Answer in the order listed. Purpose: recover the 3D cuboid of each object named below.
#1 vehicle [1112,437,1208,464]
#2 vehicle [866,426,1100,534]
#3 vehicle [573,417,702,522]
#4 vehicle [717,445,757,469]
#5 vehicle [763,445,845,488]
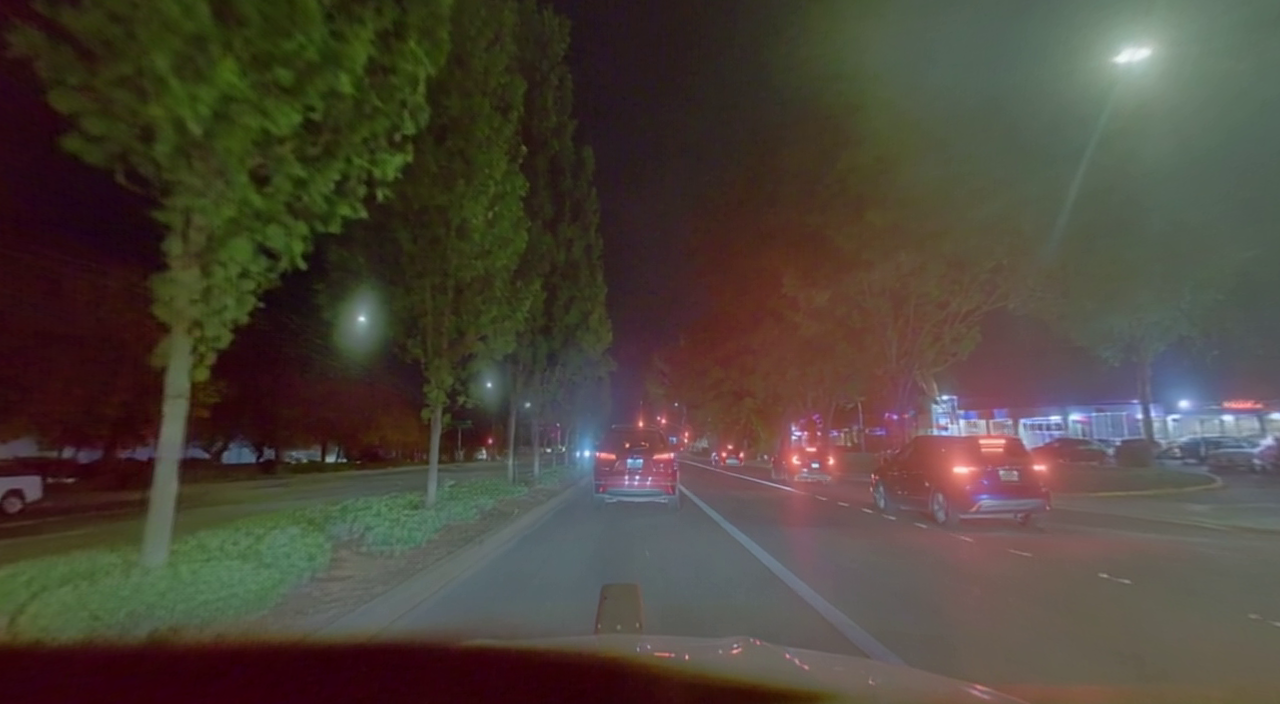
[{"bbox_3d":[33.235,6.327,40.569,1.959,1.580,4.873,0,-9,0],"label":"vehicle"},{"bbox_3d":[6.300,2.388,12.374,2.056,1.703,4.428,0,-9,0],"label":"vehicle"},{"bbox_3d":[-0.054,2.447,13.612,2.320,1.880,4.192,0,-9,0],"label":"vehicle"},{"bbox_3d":[6.535,7.105,43.004,1.914,1.523,4.287,0,-9,-2],"label":"vehicle"},{"bbox_3d":[6.461,4.530,25.450,2.035,1.553,4.465,0,-9,-1],"label":"vehicle"}]
